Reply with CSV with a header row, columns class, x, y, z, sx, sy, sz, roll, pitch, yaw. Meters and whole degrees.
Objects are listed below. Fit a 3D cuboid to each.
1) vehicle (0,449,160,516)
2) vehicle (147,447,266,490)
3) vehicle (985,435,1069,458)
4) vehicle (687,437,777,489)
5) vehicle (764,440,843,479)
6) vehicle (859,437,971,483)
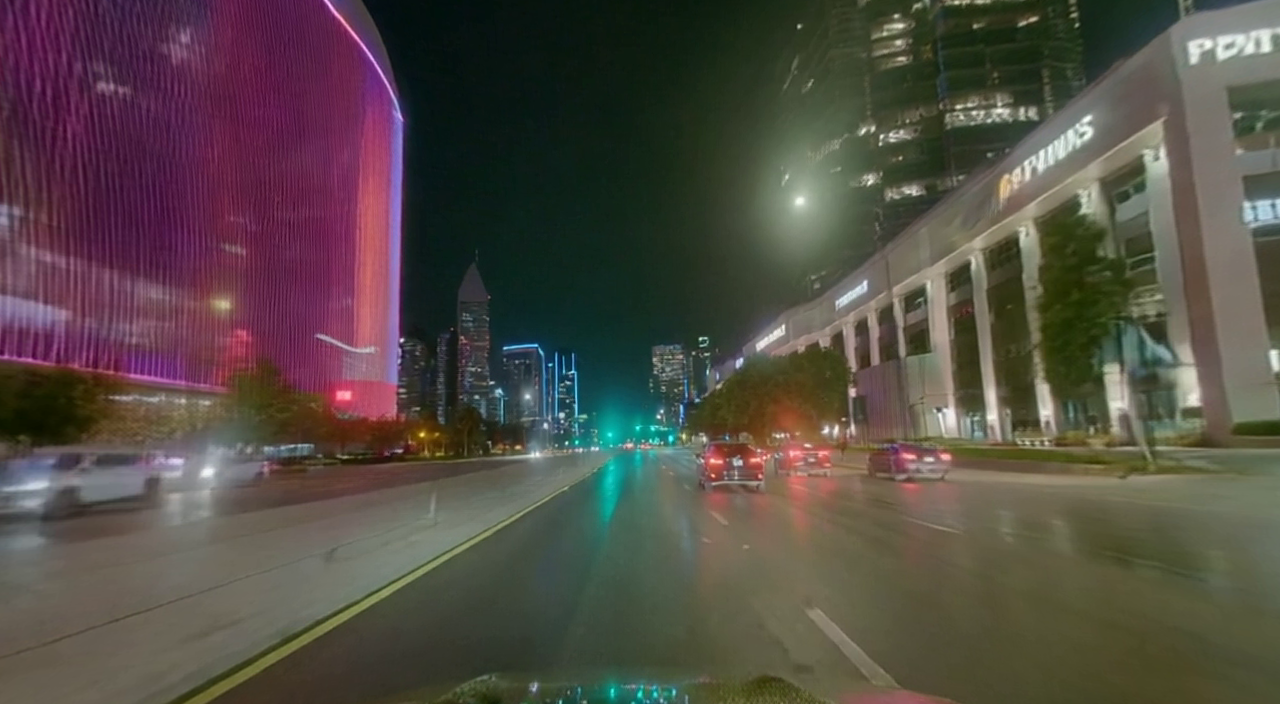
class,x,y,z,sx,sy,sz,roll,pitch,yaw
vehicle,-16.598,3.587,18.021,2.031,1.607,4.759,0,-8,1
vehicle,-19.617,5.239,28.908,2.071,1.743,4.749,0,-8,0
vehicle,29.109,7.152,47.644,5.001,1.528,1.863,-11,-12,43
vehicle,2.841,3.549,20.536,2.131,1.491,4.496,0,-8,-2
vehicle,6.405,4.246,25.291,1.912,1.411,4.380,0,-8,-1
vehicle,9.956,3.924,23.349,2.003,1.511,4.670,0,-8,0
